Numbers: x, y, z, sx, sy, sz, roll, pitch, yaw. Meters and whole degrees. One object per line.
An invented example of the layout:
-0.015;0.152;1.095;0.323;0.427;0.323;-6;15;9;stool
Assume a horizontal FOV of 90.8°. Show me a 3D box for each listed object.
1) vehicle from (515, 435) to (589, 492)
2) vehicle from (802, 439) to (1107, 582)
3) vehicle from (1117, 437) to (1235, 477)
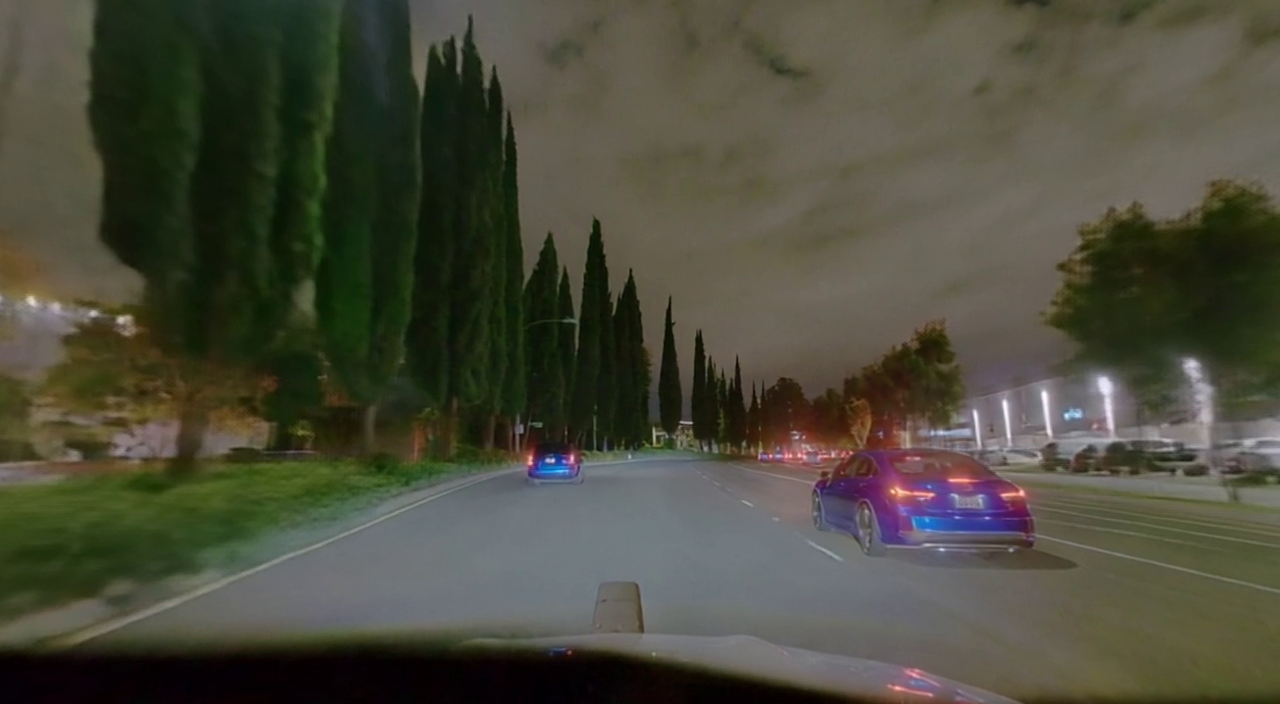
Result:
-2.824;3.692;21.266;2.085;1.693;4.301;0;-8;-3;vehicle
3.753;1.934;8.631;1.918;1.418;4.360;0;-8;0;vehicle
24.679;4.816;29.113;4.286;1.712;1.927;2;-9;-15;vehicle
